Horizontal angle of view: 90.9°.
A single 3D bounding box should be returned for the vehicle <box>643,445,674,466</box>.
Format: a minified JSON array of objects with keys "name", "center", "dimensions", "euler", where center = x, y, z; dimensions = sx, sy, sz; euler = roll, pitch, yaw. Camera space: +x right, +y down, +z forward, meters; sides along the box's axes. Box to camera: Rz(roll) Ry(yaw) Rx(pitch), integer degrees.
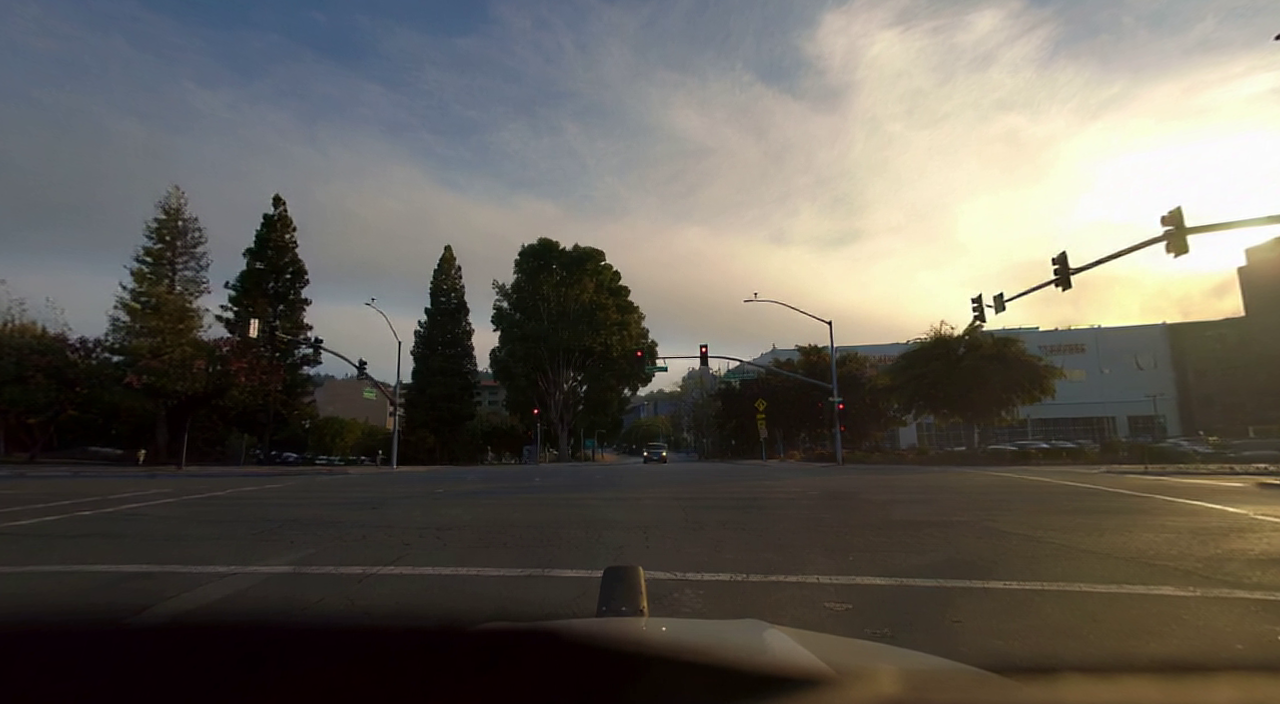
[{"name":"vehicle","center":[1.307,7.614,46.455],"dimensions":[2.132,1.449,4.235],"euler":[0,-9,0]}]
